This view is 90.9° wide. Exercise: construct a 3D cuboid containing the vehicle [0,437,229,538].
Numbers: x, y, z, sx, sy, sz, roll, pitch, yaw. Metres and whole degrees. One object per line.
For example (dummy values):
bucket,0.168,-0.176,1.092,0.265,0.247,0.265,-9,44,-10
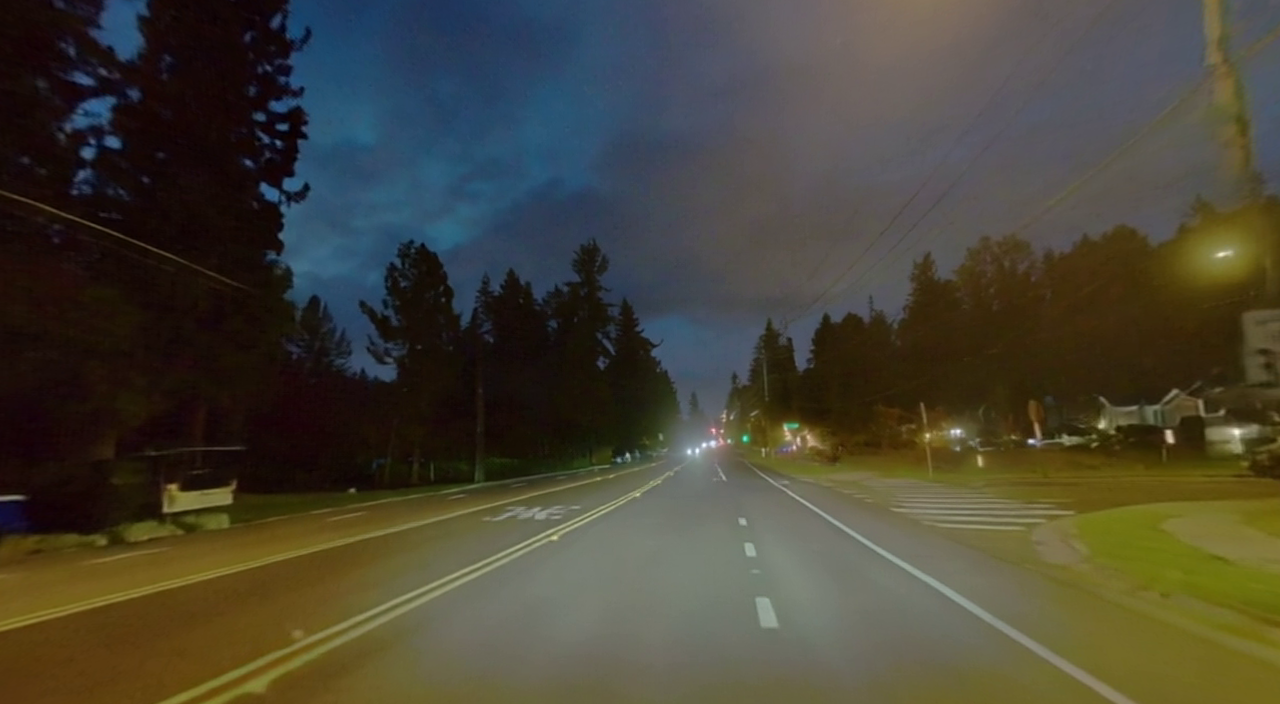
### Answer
vehicle,-11.973,2.955,13.829,4.601,1.730,2.035,-6,-9,2
